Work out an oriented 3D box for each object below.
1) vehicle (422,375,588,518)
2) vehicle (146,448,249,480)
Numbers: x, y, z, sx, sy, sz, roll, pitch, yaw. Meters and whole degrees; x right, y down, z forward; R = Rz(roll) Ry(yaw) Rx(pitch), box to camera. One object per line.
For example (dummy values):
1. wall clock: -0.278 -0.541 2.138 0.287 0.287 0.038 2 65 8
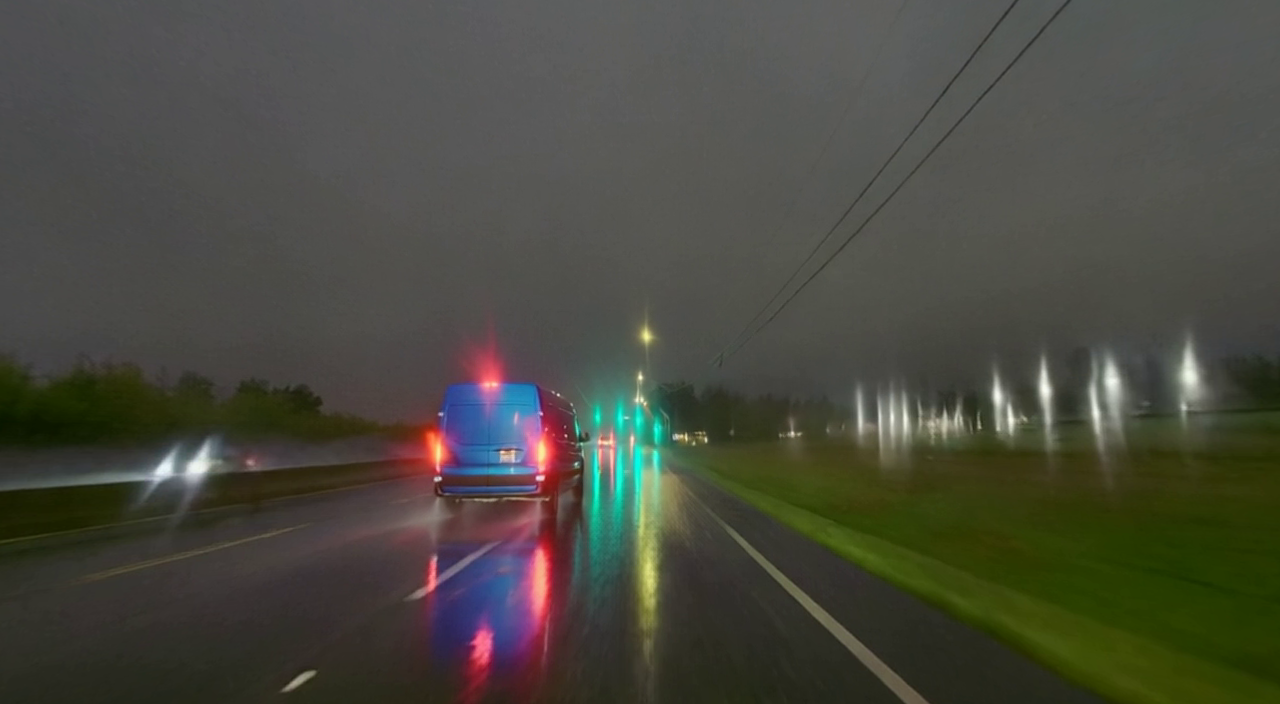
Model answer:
1. vehicle: -2.755 2.187 14.741 2.497 2.628 6.016 0 -8 0
2. vehicle: -22.749 5.766 32.620 1.979 1.499 4.612 0 -8 0
